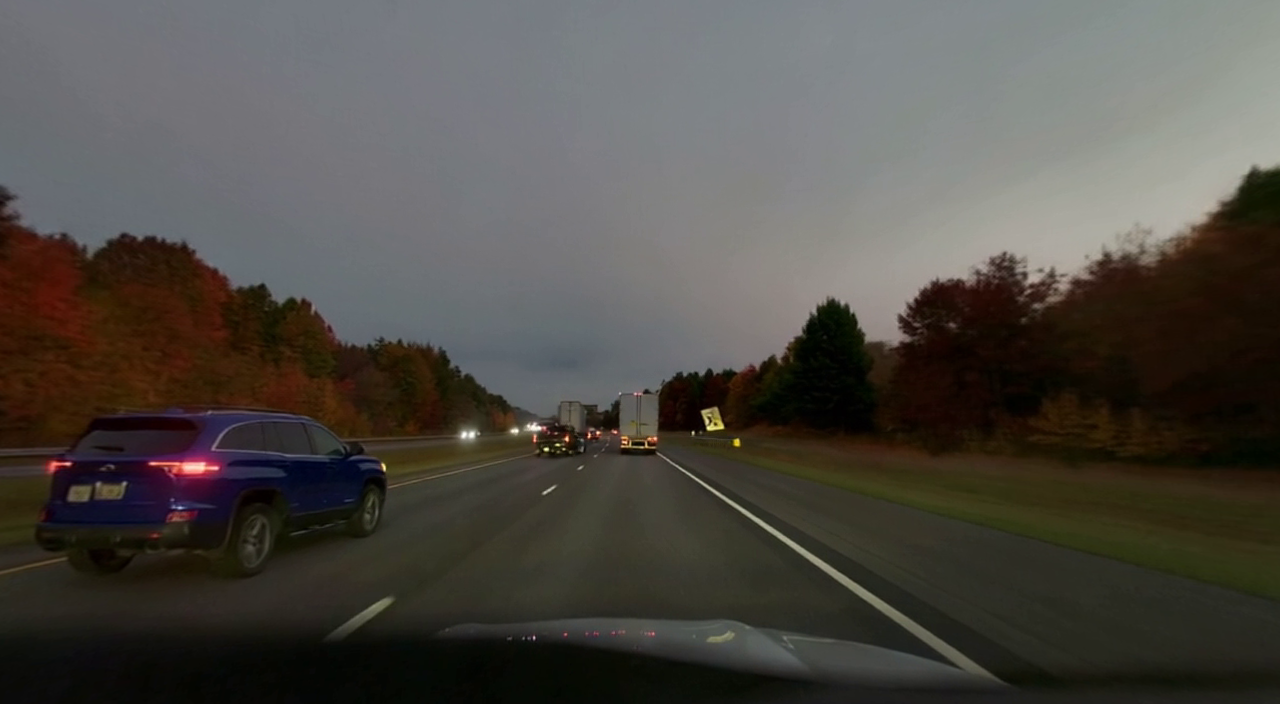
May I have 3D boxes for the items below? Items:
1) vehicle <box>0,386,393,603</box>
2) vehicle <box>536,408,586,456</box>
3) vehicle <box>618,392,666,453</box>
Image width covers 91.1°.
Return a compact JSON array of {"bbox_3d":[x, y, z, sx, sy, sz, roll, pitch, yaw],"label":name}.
[{"bbox_3d":[-4.768,1.403,7.181,2.089,1.669,4.515,0,-8,0],"label":"vehicle"},{"bbox_3d":[-4.852,5.033,39.453,2.383,2.726,5.677,0,-8,0],"label":"vehicle"},{"bbox_3d":[-0.018,5.163,45.157,3.078,3.955,8.774,0,-8,-2],"label":"vehicle"}]
